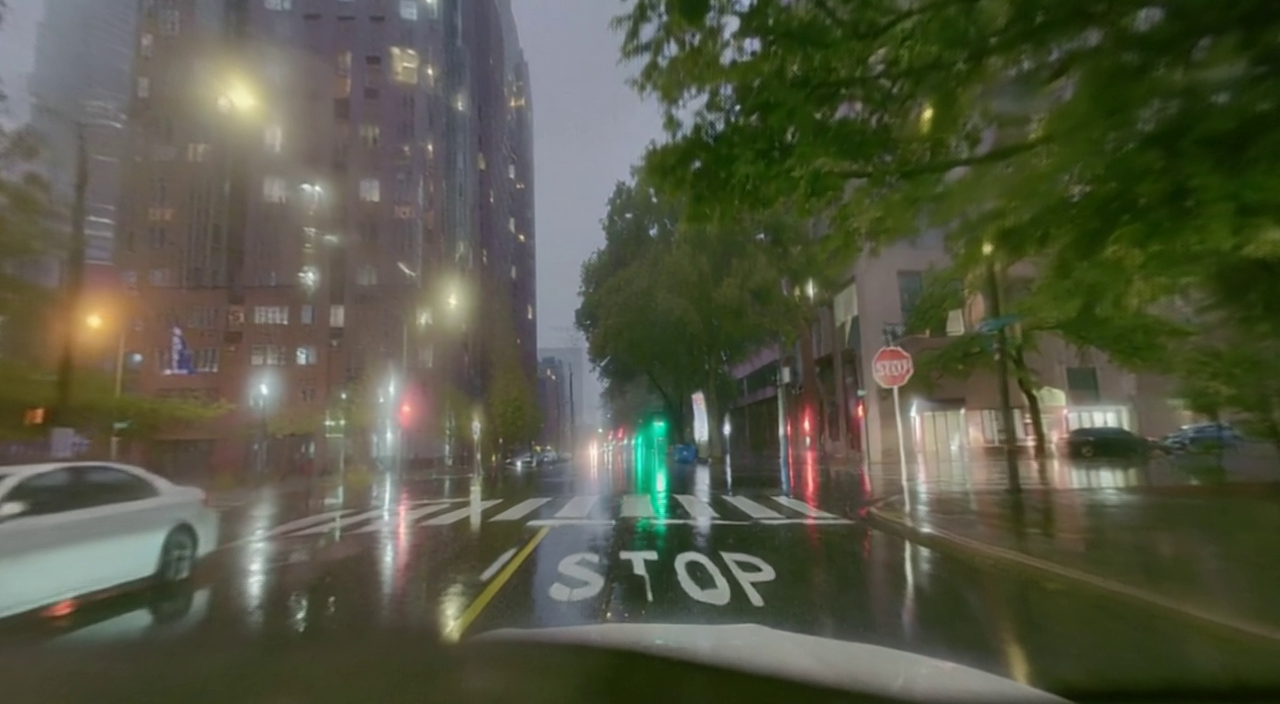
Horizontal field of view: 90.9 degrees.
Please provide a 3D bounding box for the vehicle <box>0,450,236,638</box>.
[{"bbox_3d":[-6.063,1.653,5.700,1.874,1.460,4.495,0,-8,-1],"label":"vehicle"}]

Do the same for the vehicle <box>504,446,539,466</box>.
[{"bbox_3d":[-9.181,8.099,49.218,2.033,1.491,4.298,0,-8,-1],"label":"vehicle"}]
